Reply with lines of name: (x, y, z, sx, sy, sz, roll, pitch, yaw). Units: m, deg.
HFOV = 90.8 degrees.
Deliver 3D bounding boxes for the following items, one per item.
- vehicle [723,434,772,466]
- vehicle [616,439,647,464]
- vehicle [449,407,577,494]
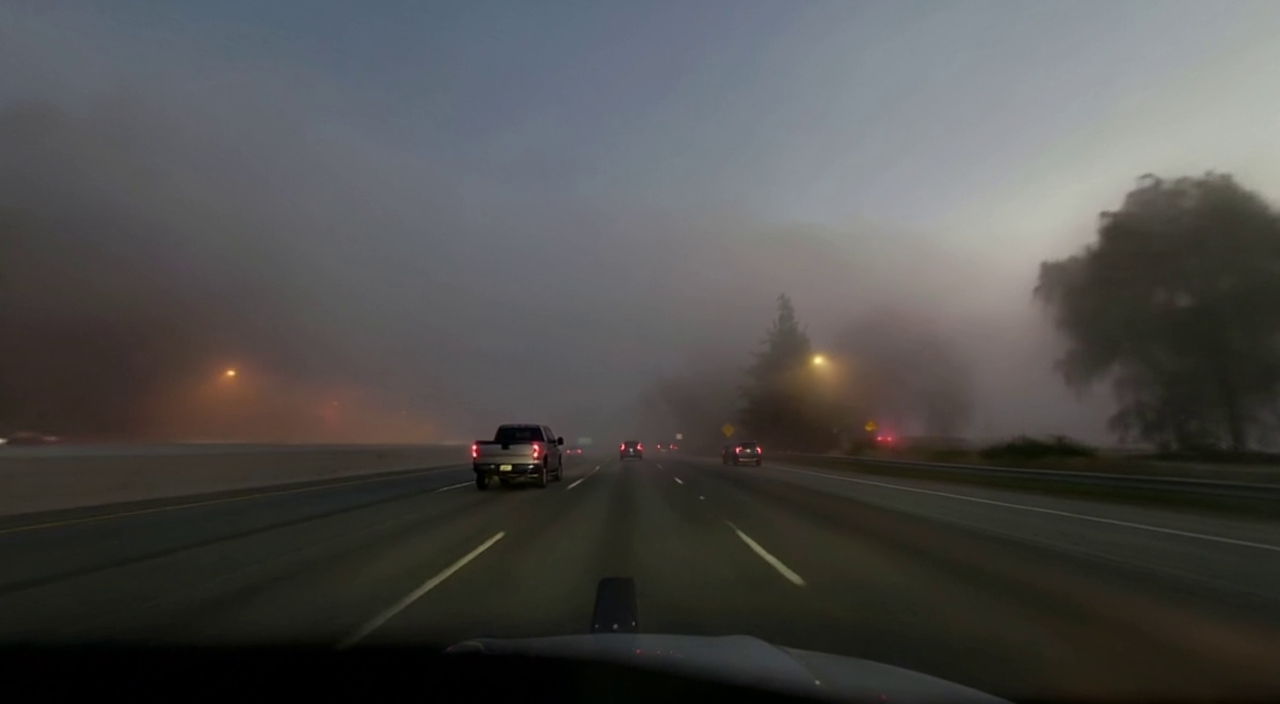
vehicle: (6.827, 6.321, 40.689, 2.103, 1.898, 5.310, 0, -8, -1)
vehicle: (-0.617, 7.117, 45.254, 2.157, 1.642, 4.189, 0, -8, -1)
vehicle: (-3.539, 2.957, 19.136, 2.592, 2.179, 6.034, 0, -8, 0)
